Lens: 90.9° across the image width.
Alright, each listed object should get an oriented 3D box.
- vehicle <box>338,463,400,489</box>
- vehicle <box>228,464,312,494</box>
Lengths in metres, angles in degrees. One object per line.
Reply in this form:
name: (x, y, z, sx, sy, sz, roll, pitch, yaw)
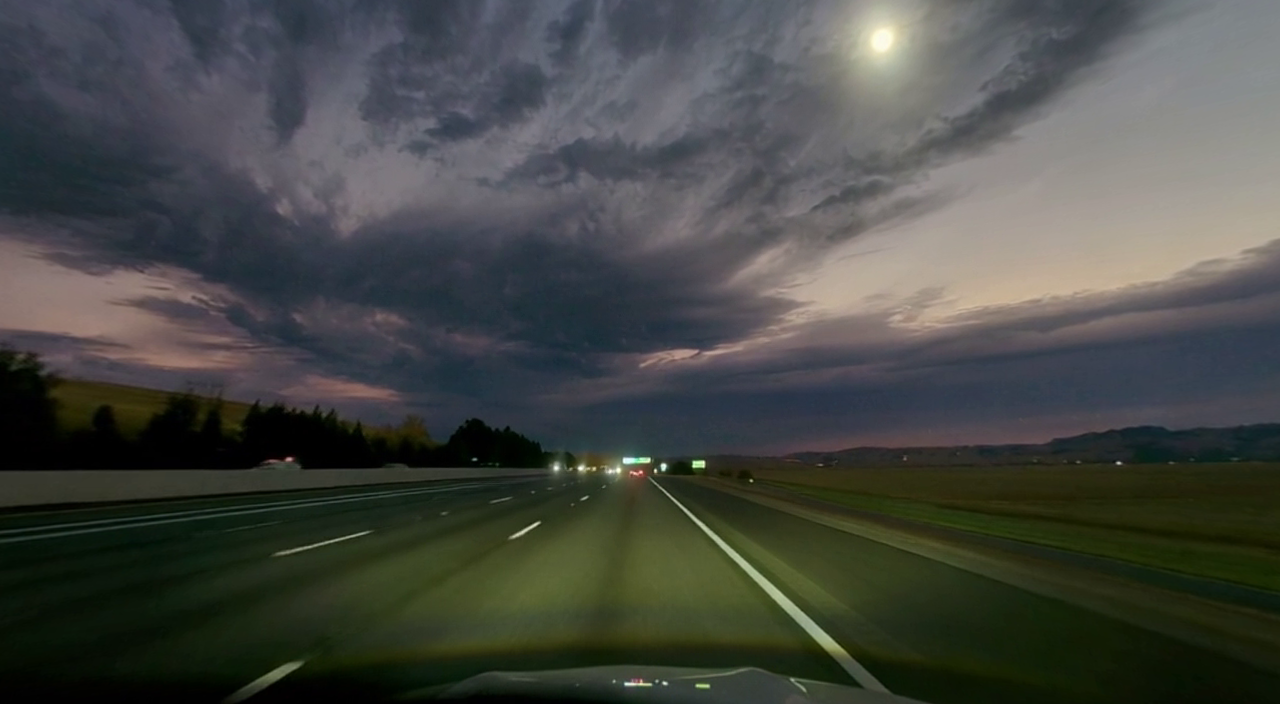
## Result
vehicle: (-16.006, 7.351, 37.420, 1.869, 1.425, 4.143, 1, -11, -1)
vehicle: (-19.186, 6.608, 32.919, 1.829, 1.409, 4.202, 1, -11, 0)
